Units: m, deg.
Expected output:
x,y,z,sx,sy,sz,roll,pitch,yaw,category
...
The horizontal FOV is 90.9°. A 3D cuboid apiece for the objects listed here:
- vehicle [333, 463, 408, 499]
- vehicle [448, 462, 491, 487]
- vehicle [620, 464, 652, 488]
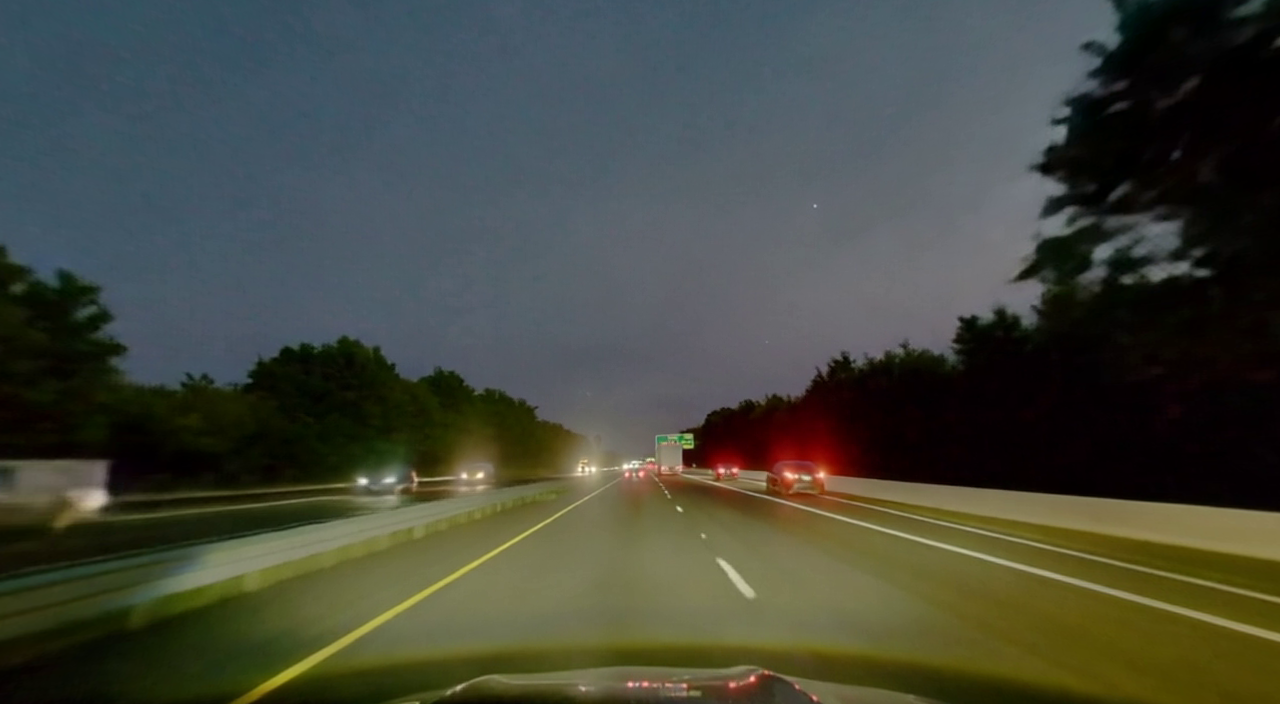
x,y,z,sx,sy,sz,roll,pitch,yaw,category
-13.719,6.605,32.348,1.934,1.679,4.086,1,-10,0,vehicle
-13.197,9.519,48.994,2.114,1.757,4.350,1,-10,-1,vehicle
-0.276,8.118,41.280,2.025,1.452,3.927,1,-10,-1,vehicle
